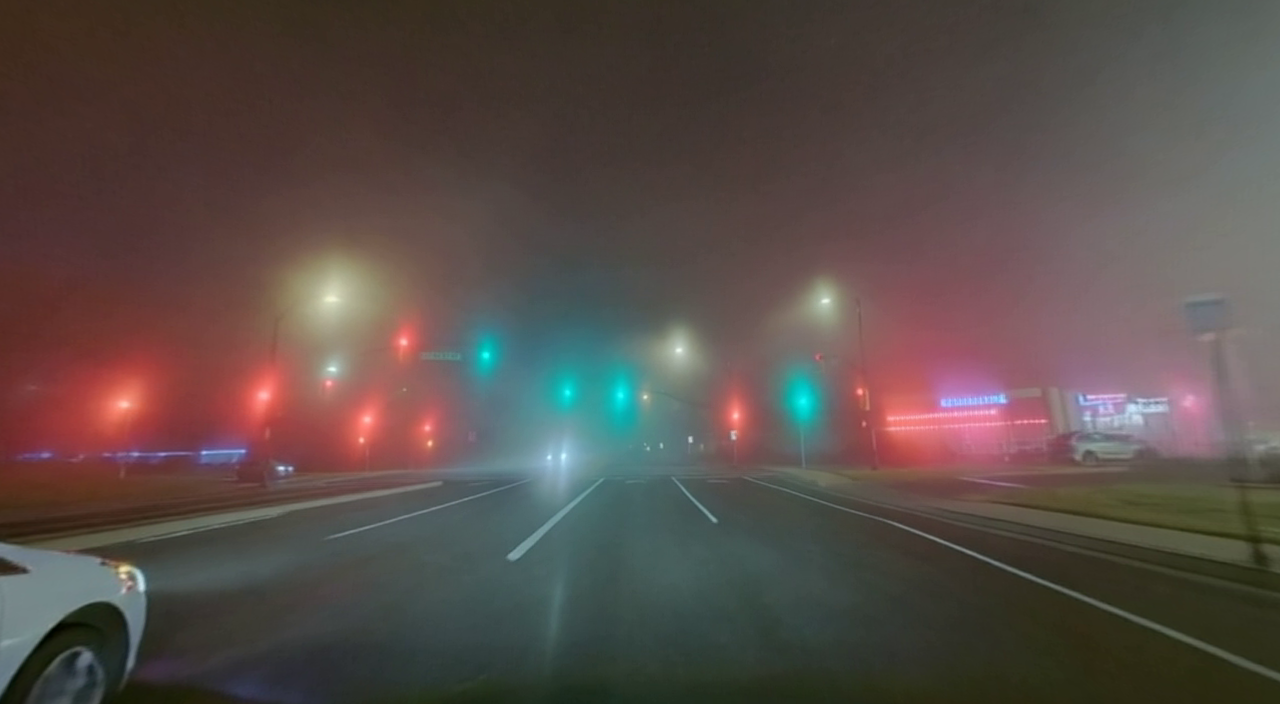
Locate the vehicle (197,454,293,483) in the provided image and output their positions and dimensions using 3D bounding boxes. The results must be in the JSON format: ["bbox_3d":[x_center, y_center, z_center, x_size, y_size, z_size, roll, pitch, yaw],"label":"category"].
[{"bbox_3d":[-25.134,7.416,40.321,4.727,1.719,2.095,-1,-9,2],"label":"vehicle"}]

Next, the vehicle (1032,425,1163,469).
[{"bbox_3d":[18.698,3.924,26.119,1.879,1.643,4.484,0,-9,-3],"label":"vehicle"}]
